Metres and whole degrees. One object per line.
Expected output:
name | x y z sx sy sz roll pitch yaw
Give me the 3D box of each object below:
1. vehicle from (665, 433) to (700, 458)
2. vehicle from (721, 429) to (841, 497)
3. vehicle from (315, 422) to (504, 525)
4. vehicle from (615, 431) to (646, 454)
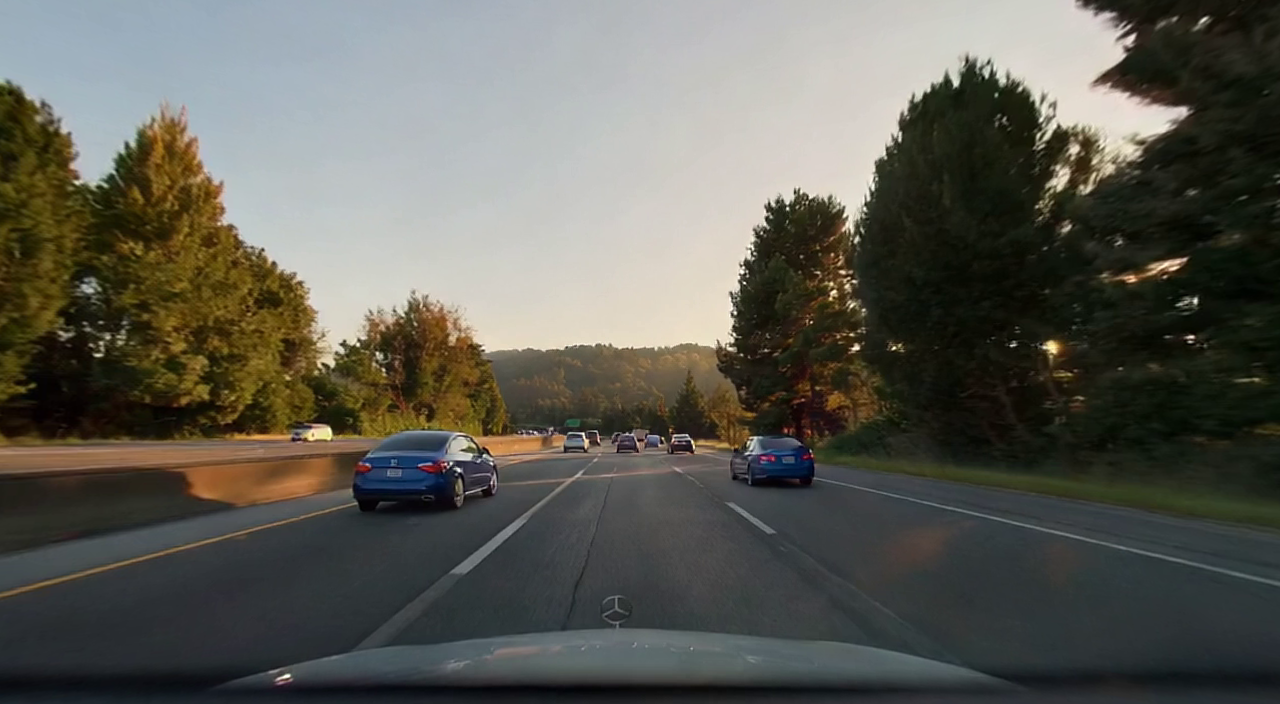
vehicle | 2.716 6.039 41.018 1.883 1.536 3.792 0 -8 -2
vehicle | 3.405 2.731 16.014 1.986 1.488 3.867 0 -8 -3
vehicle | -3.903 2.100 11.576 1.941 1.529 4.111 0 -8 -1
vehicle | -0.777 6.923 48.373 2.191 1.727 3.981 0 -8 -3
